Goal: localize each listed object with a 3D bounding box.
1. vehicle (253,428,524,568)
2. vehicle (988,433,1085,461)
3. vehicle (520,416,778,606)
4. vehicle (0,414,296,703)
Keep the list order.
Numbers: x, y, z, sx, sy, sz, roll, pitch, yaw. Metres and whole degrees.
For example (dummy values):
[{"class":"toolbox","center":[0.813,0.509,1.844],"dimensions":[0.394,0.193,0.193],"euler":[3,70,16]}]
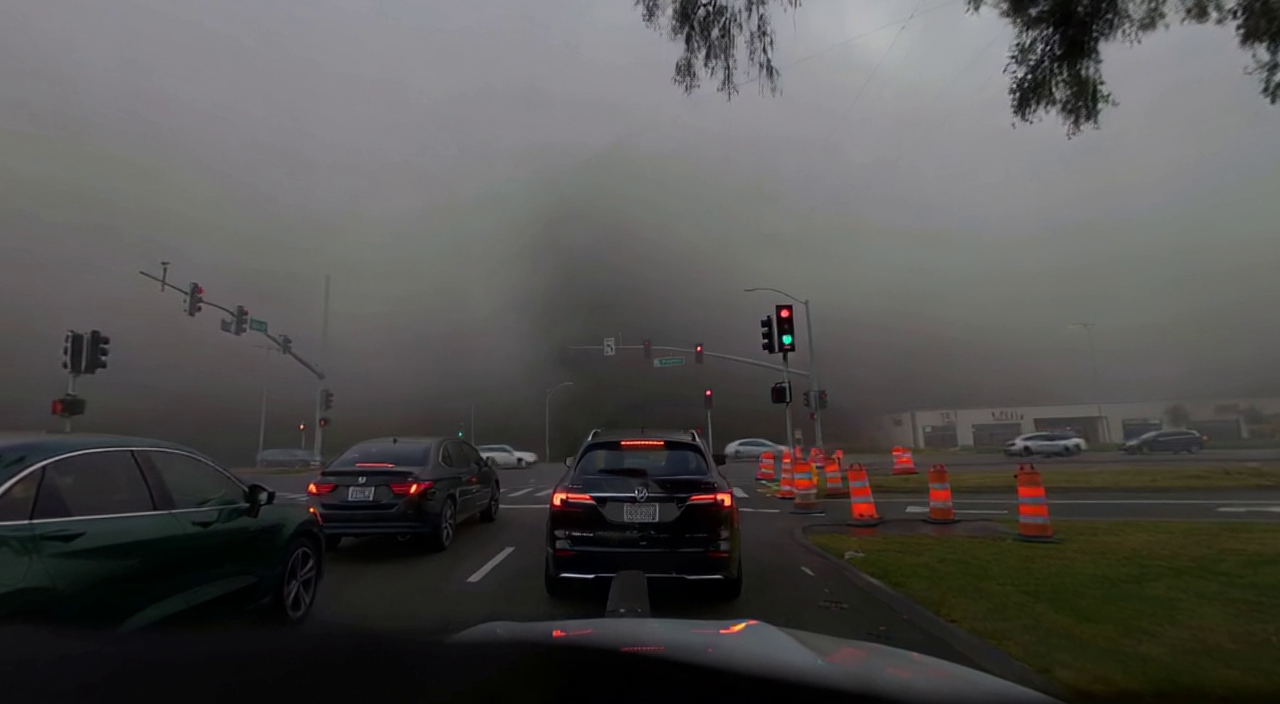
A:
[{"class":"vehicle","center":[-3.267,1.995,9.458],"dimensions":[1.989,1.541,4.626],"euler":[0,-9,2]},{"class":"vehicle","center":[25.552,6.150,40.681],"dimensions":[4.827,1.729,1.986],"euler":[0,-9,1]},{"class":"vehicle","center":[0.116,1.620,7.213],"dimensions":[2.167,1.560,3.676],"euler":[0,-9,1]},{"class":"vehicle","center":[-3.582,0.943,2.150],"dimensions":[2.064,1.497,4.722],"euler":[0,-9,1]}]
